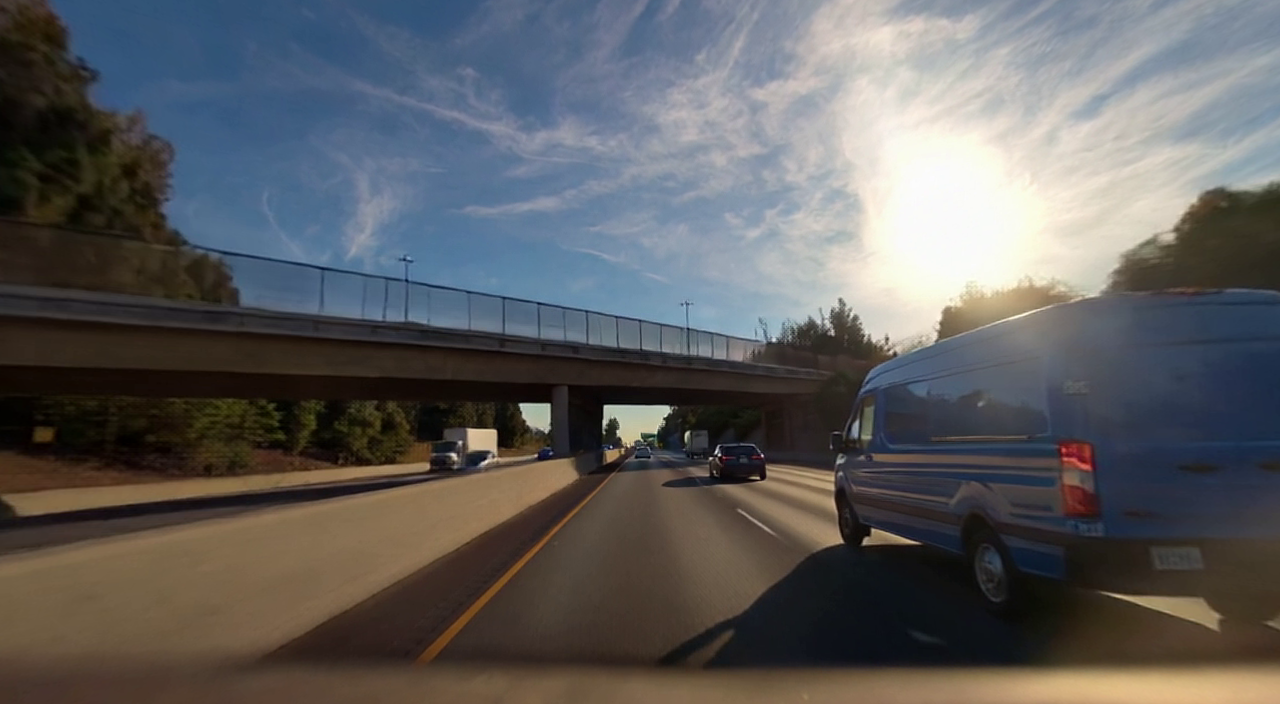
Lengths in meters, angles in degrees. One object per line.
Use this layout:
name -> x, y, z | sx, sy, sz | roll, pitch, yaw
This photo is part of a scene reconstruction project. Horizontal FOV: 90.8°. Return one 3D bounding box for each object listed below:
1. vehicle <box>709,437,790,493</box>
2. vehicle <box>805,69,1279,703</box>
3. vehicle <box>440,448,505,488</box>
vehicle -> 3.681, 3.898, 22.030 | 2.009, 1.731, 4.149 | 0, -9, -1
vehicle -> 3.830, 0.730, 6.204 | 2.460, 3.155, 6.902 | 0, -9, 0
vehicle -> -7.564, 5.270, 28.900 | 1.828, 1.681, 3.860 | 0, -9, 1
